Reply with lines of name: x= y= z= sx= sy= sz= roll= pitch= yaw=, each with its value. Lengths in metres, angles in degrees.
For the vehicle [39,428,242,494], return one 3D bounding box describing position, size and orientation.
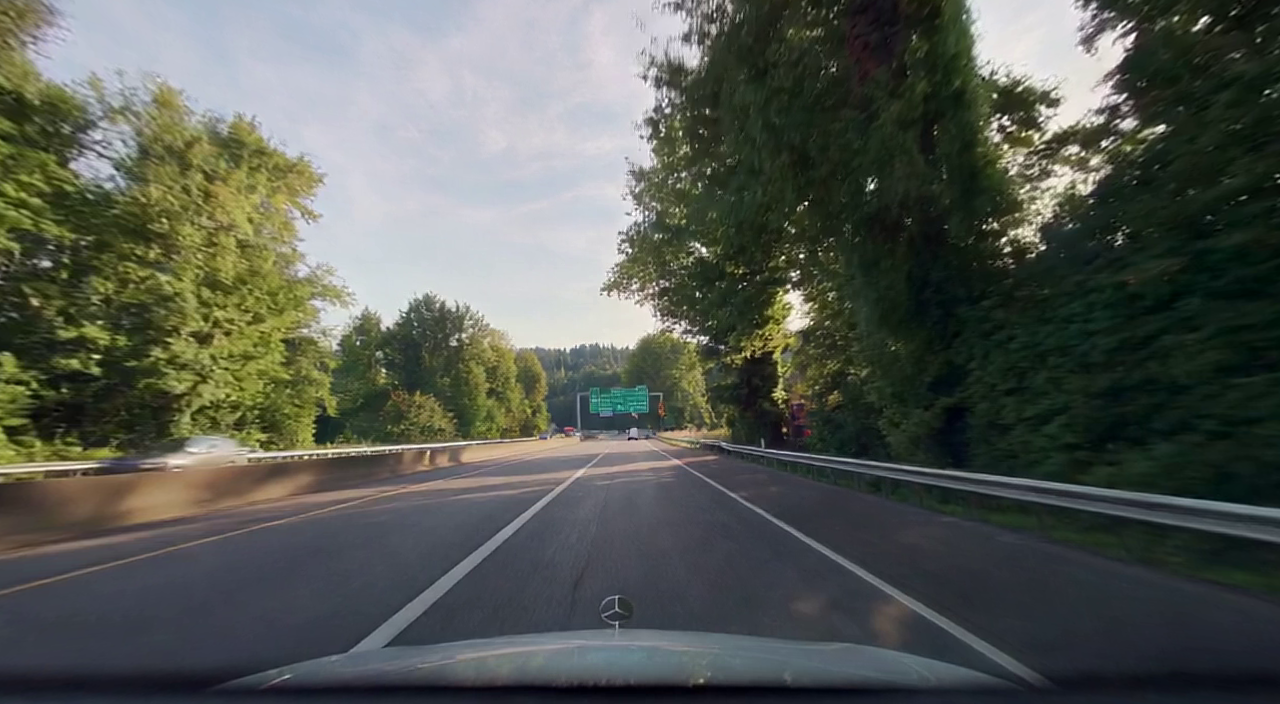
vehicle: x=-12.747 y=2.776 z=16.514 sx=1.906 sy=1.483 sz=4.216 roll=0 pitch=-8 yaw=-1
